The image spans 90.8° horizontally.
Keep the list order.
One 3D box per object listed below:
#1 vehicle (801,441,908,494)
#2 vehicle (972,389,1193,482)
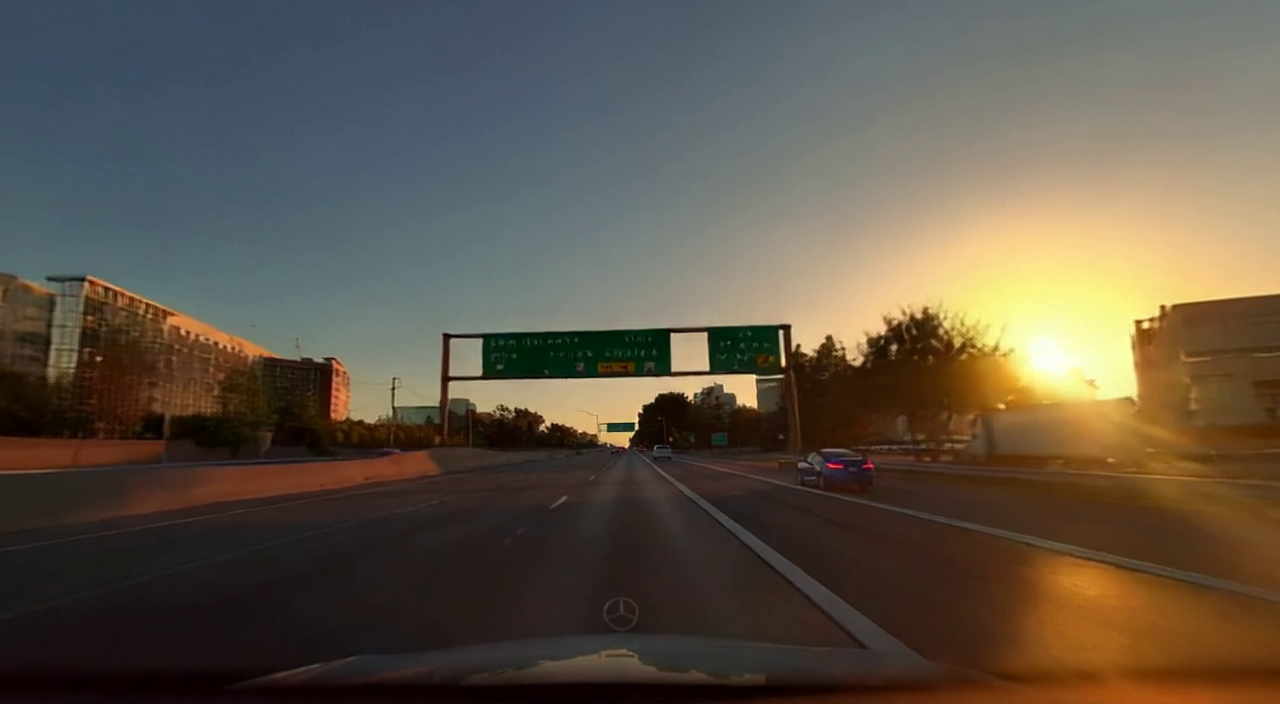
[{"bbox_3d":[6.906,3.737,20.925,1.958,1.498,4.447,0,-8,0],"label":"vehicle"},{"bbox_3d":[20.728,4.165,30.945,2.841,3.731,10.555,0,-9,-2],"label":"vehicle"}]
